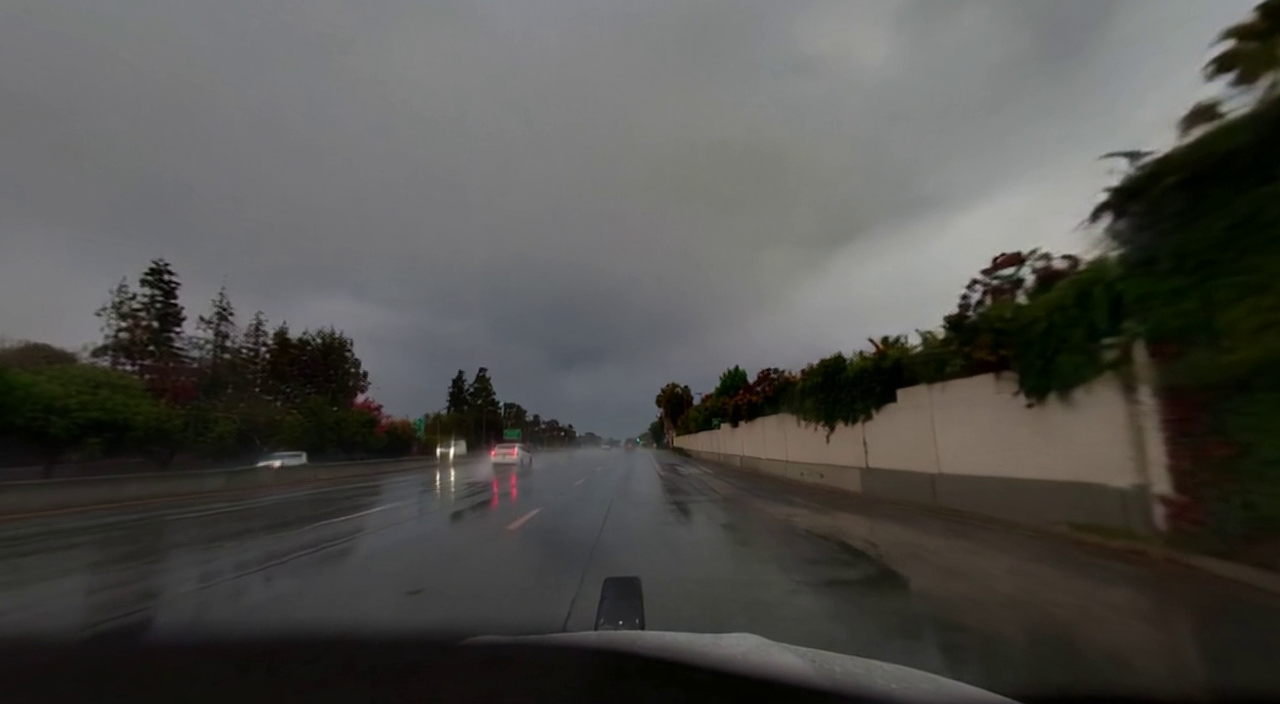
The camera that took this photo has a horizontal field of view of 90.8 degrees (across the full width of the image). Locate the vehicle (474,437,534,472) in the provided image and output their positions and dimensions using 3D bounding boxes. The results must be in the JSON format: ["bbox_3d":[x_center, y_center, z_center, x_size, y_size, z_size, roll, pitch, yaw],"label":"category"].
[{"bbox_3d":[-7.294,5.545,34.377,2.115,1.711,4.722,-1,-9,1],"label":"vehicle"}]

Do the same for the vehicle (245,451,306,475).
[{"bbox_3d":[-27.715,8.441,48.212,1.958,1.712,4.643,0,-9,-2],"label":"vehicle"}]
